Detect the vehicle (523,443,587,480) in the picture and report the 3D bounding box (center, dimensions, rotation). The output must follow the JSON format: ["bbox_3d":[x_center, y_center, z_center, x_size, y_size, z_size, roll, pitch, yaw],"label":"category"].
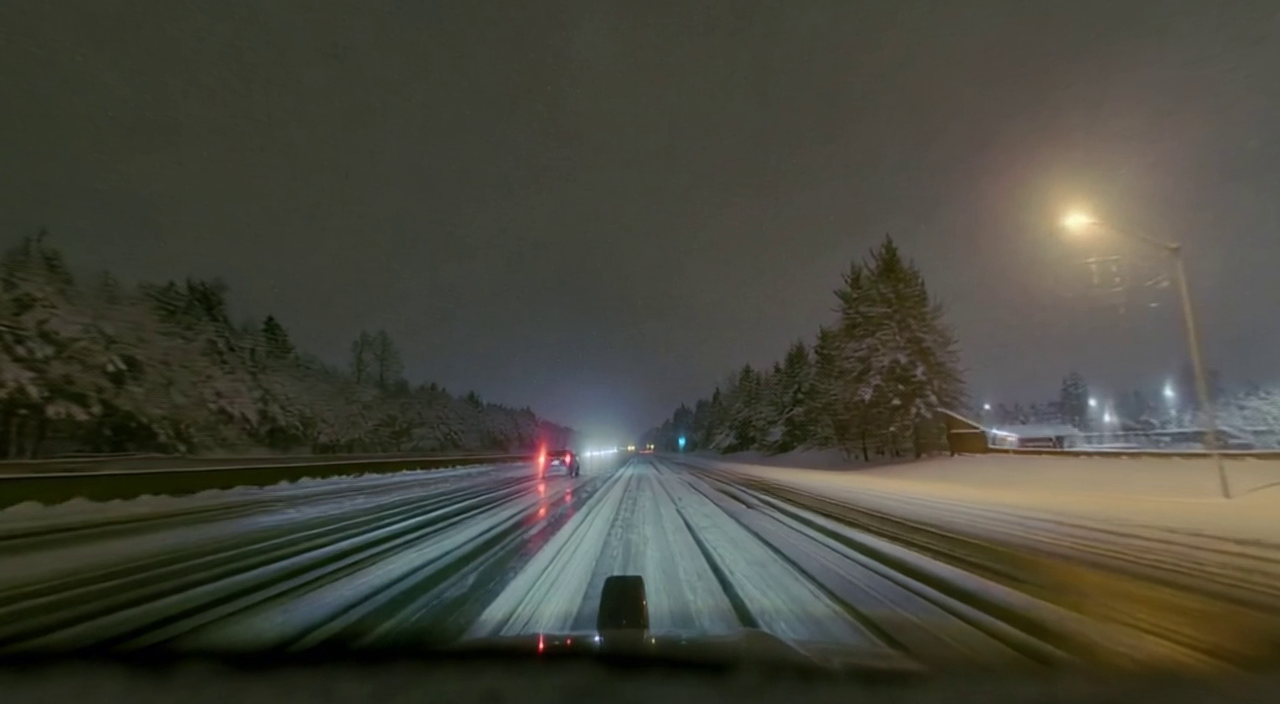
[{"bbox_3d":[-3.574,4.712,27.346,2.128,1.450,4.078,0,-9,1],"label":"vehicle"}]
